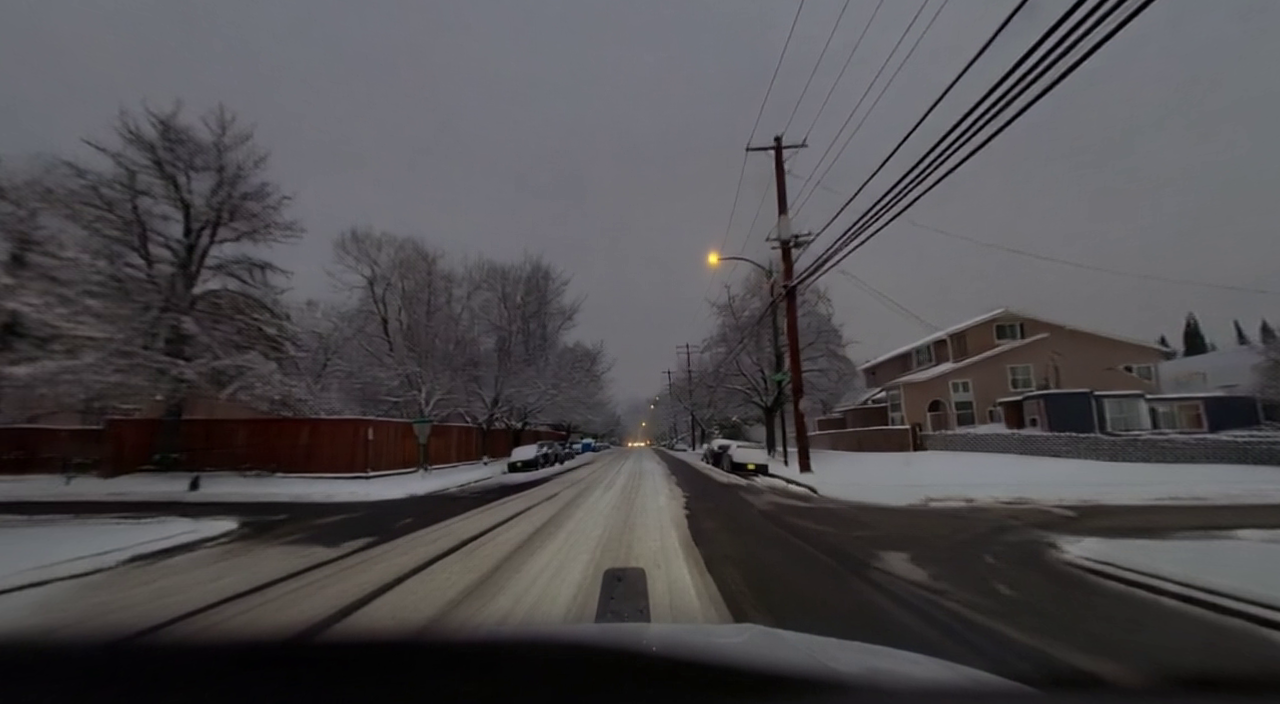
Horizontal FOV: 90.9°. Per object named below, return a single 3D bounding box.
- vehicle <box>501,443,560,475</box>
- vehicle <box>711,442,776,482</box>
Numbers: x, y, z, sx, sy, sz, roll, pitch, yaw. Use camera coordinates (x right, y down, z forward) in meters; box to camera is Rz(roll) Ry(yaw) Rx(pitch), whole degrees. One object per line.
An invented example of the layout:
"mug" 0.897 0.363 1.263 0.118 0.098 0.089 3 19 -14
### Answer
"vehicle" -5.781 5.708 33.973 2.231 1.492 4.727 1 -8 1
"vehicle" 4.038 4.346 25.197 1.851 1.438 4.177 0 -9 0
